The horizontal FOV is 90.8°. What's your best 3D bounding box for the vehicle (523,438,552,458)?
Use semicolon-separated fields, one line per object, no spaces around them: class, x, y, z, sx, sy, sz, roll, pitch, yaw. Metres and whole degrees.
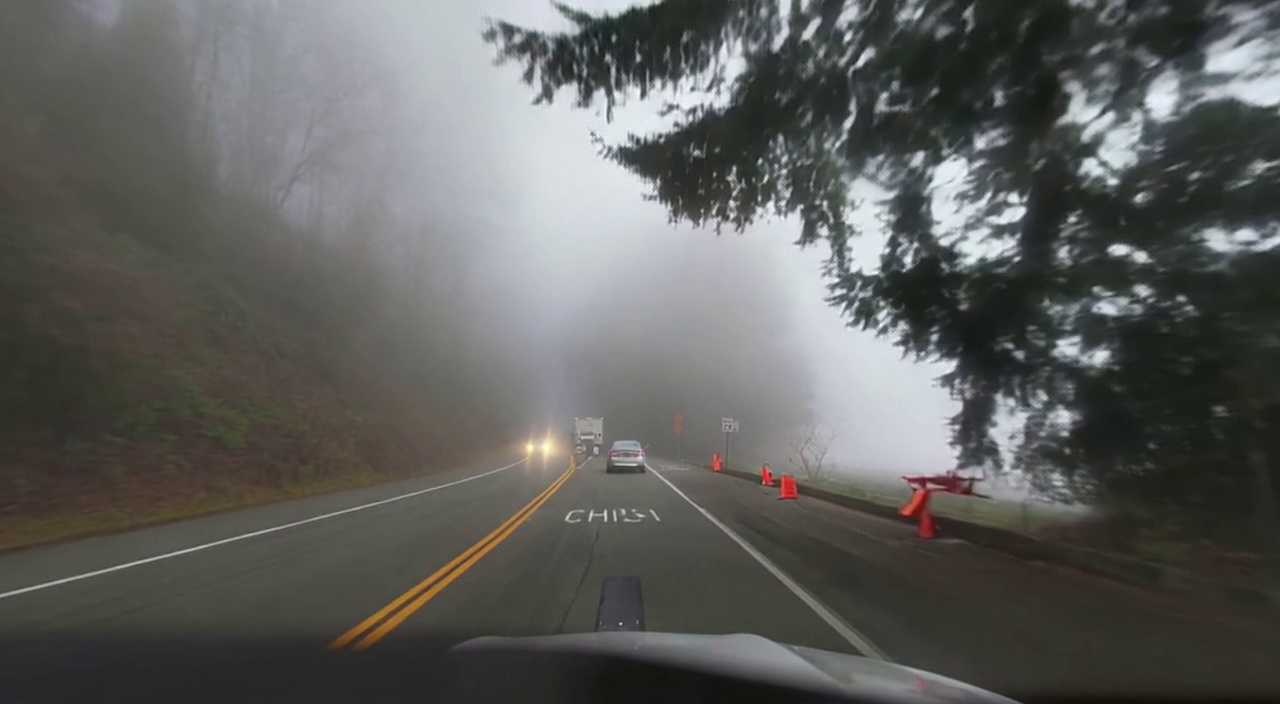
vehicle;-7.890;7.435;48.992;2.019;1.492;4.091;1;-8;-7

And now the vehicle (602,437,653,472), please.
vehicle;-0.590;4.656;28.919;2.186;1.463;4.356;0;-8;-2
